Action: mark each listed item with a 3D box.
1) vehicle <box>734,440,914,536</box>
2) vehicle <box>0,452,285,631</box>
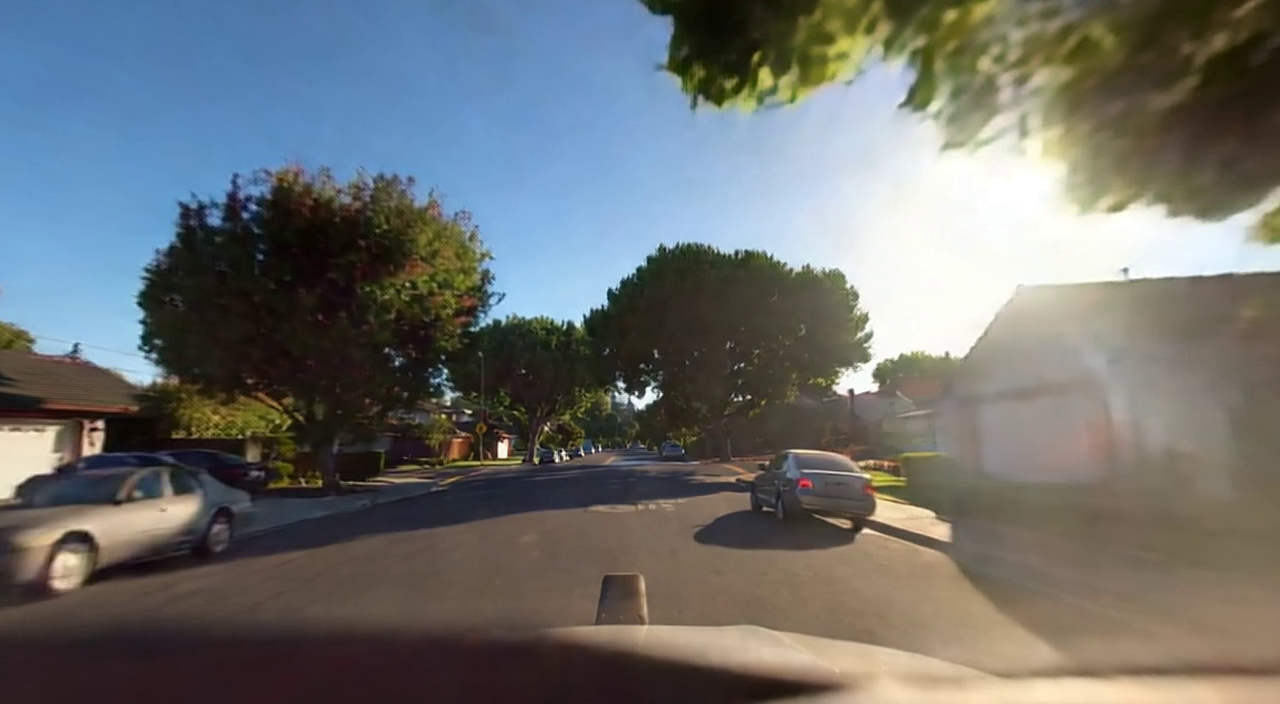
[{"bbox_3d":[3.234,2.467,12.171,1.986,1.476,4.306,0,-8,-3],"label":"vehicle"},{"bbox_3d":[-6.639,2.010,7.760,2.035,1.480,4.508,0,-8,-2],"label":"vehicle"}]
